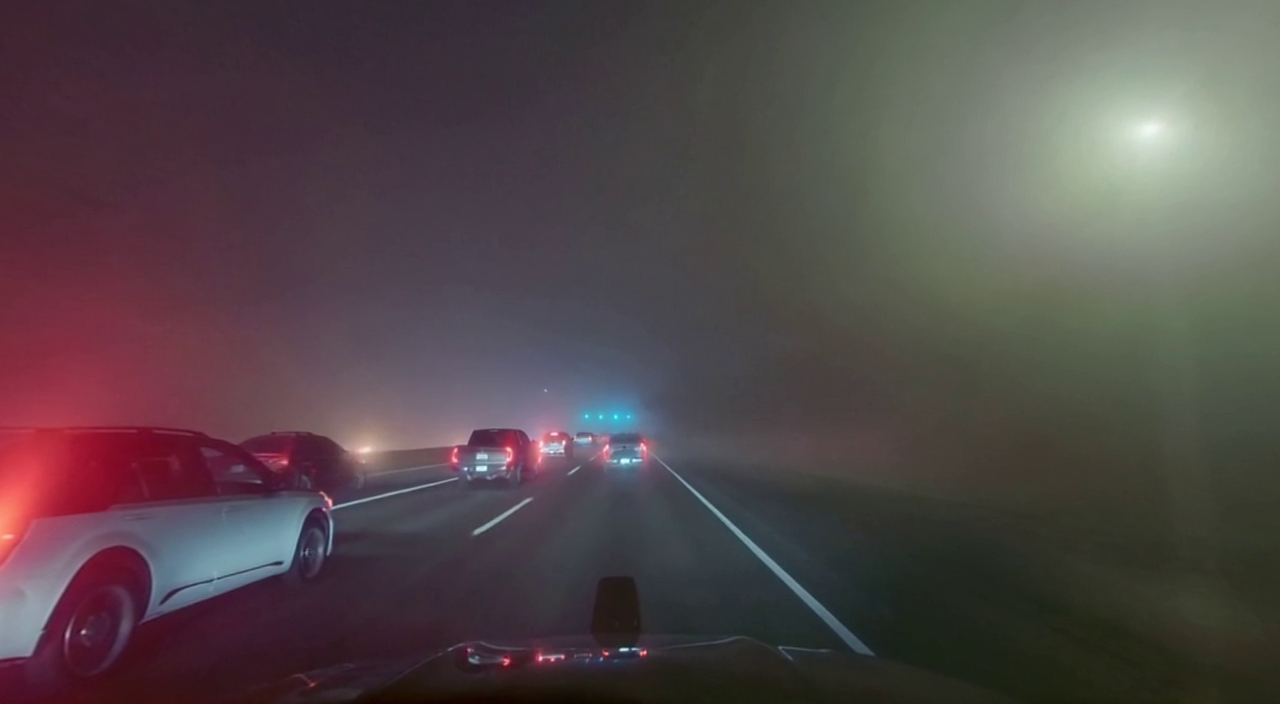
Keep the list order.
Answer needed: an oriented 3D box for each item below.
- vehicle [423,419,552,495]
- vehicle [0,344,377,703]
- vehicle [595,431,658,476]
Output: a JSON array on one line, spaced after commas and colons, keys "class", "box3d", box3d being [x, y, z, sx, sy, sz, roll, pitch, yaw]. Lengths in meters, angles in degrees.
[{"class": "vehicle", "box3d": [-3.779, 2.692, 16.563, 2.154, 1.690, 4.595, 0, -8, 1]}, {"class": "vehicle", "box3d": [-3.857, 1.052, 4.437, 2.107, 1.703, 4.274, 0, -8, 0]}, {"class": "vehicle", "box3d": [-0.466, 3.630, 22.770, 2.070, 1.452, 3.834, 0, -8, 0]}]
